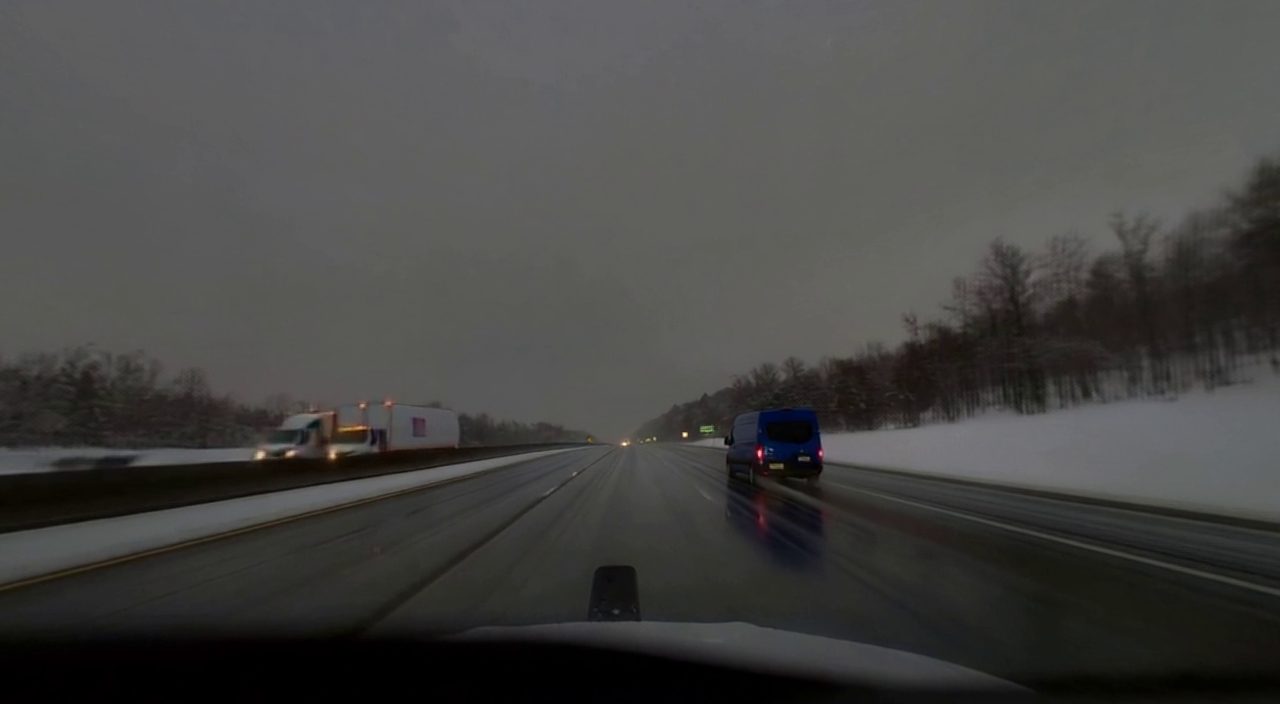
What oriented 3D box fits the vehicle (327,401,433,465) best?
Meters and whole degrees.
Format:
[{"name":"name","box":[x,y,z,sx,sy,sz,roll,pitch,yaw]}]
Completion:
[{"name":"vehicle","box":[-17.489,5.625,43.424,3.018,3.854,10.404,0,-8,-1]}]

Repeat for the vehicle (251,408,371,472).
[{"name":"vehicle","box":[-22.266,6.053,43.521,3.030,3.882,10.014,0,-8,-2]}]

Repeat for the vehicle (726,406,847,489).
[{"name":"vehicle","box":[3.913,2.673,17.817,2.161,2.002,4.631,0,-8,-2]}]

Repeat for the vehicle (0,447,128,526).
[{"name":"vehicle","box":[-13.743,2.845,13.526,1.890,1.523,4.262,-1,-8,0]}]
